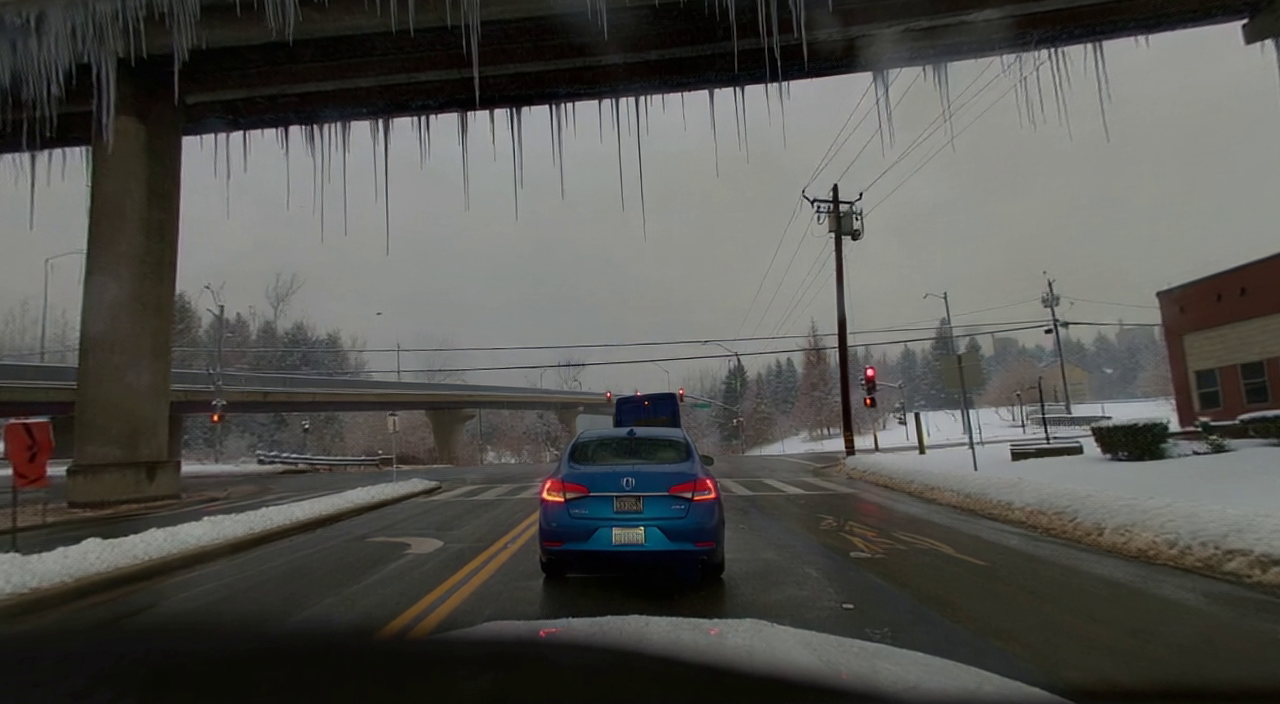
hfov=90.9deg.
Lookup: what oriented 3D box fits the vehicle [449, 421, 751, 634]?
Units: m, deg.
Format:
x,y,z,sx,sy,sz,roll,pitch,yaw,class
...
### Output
x,y,z,sx,sy,sz,roll,pitch,yaw,class
-0.242,1.527,6.463,2.090,1.458,4.033,-1,-9,1,vehicle
